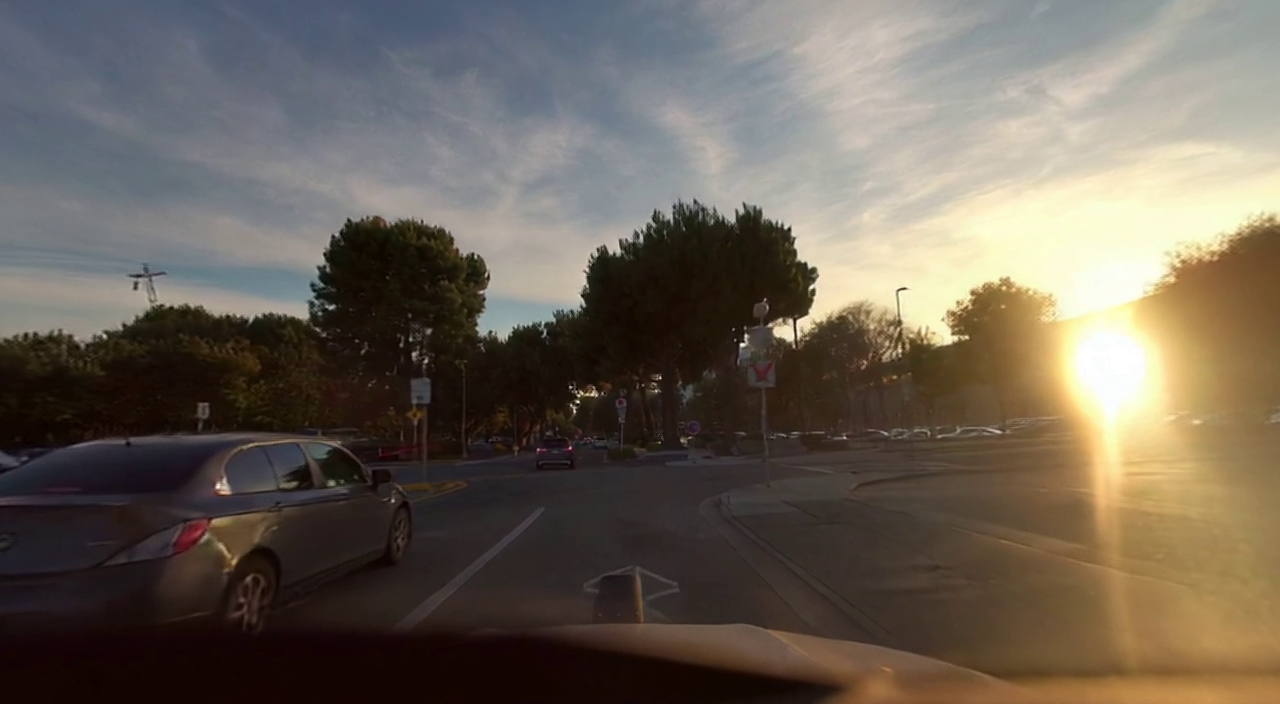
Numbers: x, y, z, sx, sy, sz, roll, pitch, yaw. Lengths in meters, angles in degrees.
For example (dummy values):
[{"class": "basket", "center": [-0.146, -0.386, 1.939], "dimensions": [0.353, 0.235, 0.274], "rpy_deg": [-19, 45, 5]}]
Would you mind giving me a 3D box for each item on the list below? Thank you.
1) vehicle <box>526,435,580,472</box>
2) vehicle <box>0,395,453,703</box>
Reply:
[{"class": "vehicle", "center": [-3.640, 4.295, 26.969], "dimensions": [1.962, 1.424, 4.289], "rpy_deg": [0, -8, -3]}, {"class": "vehicle", "center": [-3.013, 1.202, 4.649], "dimensions": [1.853, 1.478, 4.381], "rpy_deg": [0, -8, 1]}]
